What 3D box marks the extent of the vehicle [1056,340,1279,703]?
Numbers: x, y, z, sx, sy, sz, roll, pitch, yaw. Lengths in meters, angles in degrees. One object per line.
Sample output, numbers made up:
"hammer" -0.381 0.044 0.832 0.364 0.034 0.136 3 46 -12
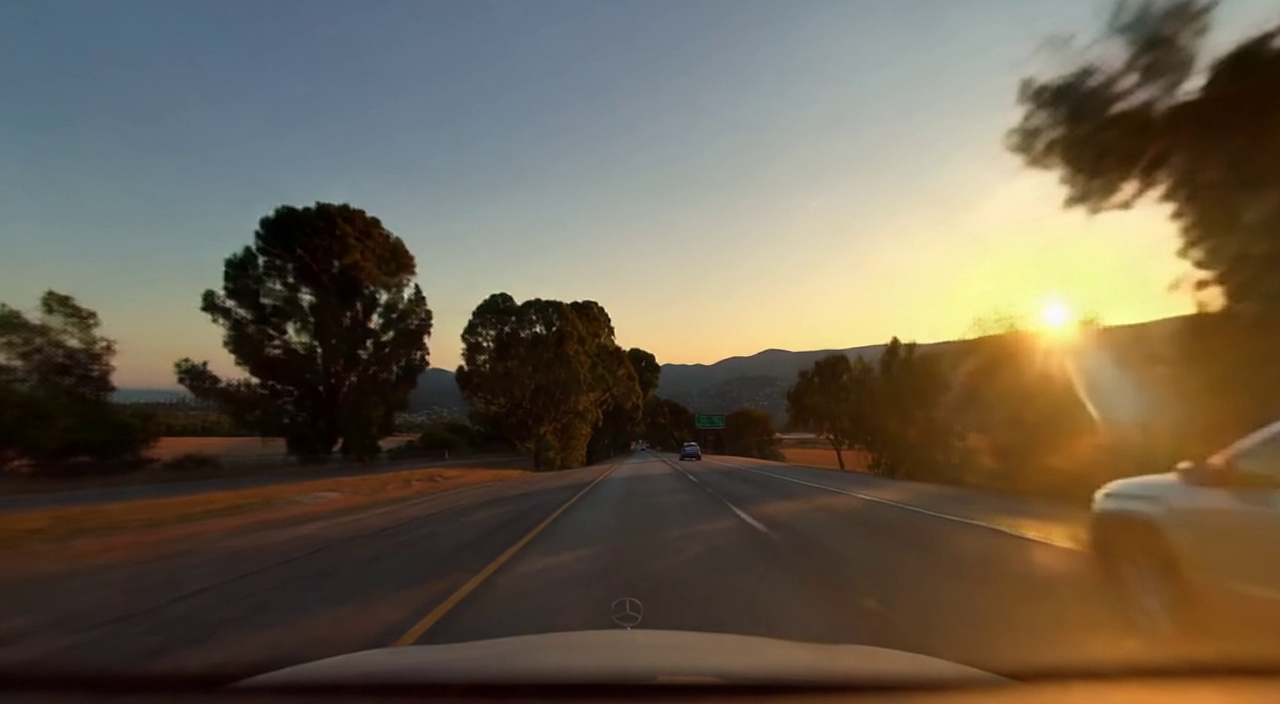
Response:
"vehicle" 3.936 0.656 1.500 2.070 1.799 5.584 0 -8 0
